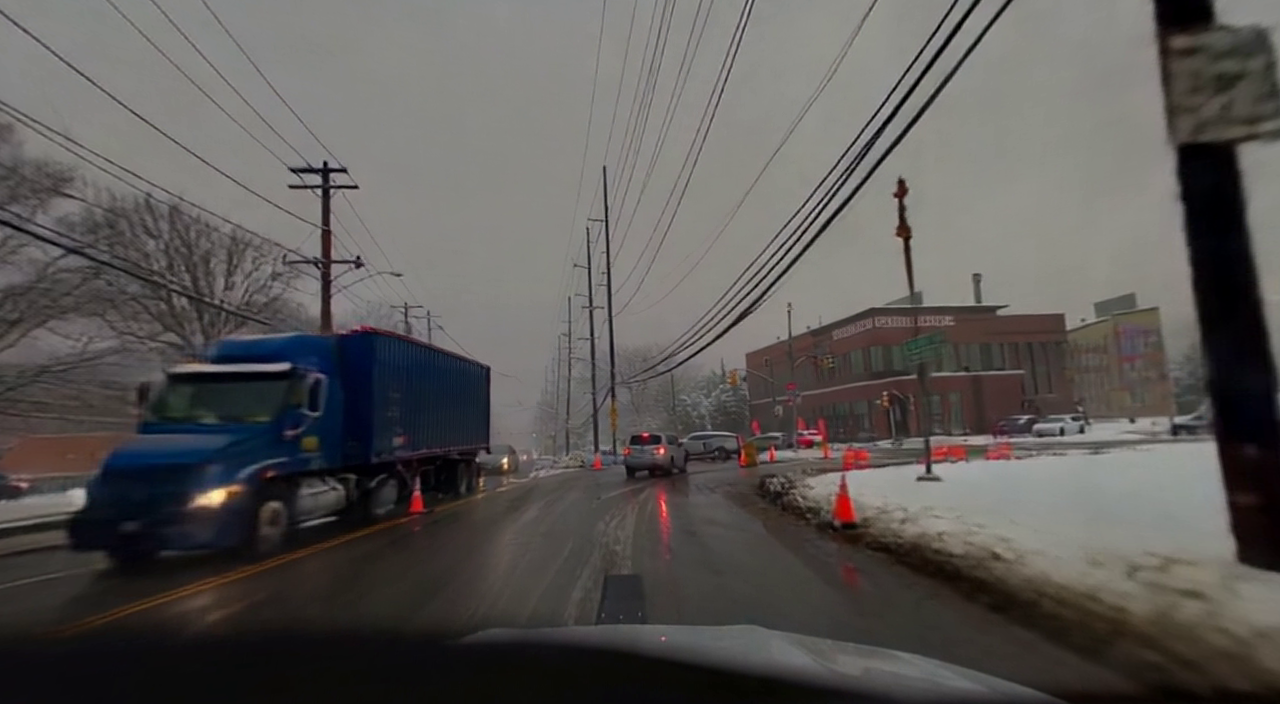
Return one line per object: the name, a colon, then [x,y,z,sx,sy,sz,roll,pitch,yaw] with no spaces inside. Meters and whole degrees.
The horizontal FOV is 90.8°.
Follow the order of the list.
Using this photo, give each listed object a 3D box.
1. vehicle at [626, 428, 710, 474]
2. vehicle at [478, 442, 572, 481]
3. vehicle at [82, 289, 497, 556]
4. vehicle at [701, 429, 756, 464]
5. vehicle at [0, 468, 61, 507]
vehicle: [1.388,4.420,28.576,2.256,1.859,5.118,-3,-8,21]
vehicle: [-4.931,4.739,27.888,2.103,1.526,4.743,-2,-8,17]
vehicle: [-6.187,1.712,14.507,3.007,3.800,11.011,0,-8,1]
vehicle: [5.412,5.665,38.042,2.206,1.911,5.548,-3,-8,19]
vehicle: [-32.900,7.028,32.801,4.608,1.763,2.016,-4,-8,17]
